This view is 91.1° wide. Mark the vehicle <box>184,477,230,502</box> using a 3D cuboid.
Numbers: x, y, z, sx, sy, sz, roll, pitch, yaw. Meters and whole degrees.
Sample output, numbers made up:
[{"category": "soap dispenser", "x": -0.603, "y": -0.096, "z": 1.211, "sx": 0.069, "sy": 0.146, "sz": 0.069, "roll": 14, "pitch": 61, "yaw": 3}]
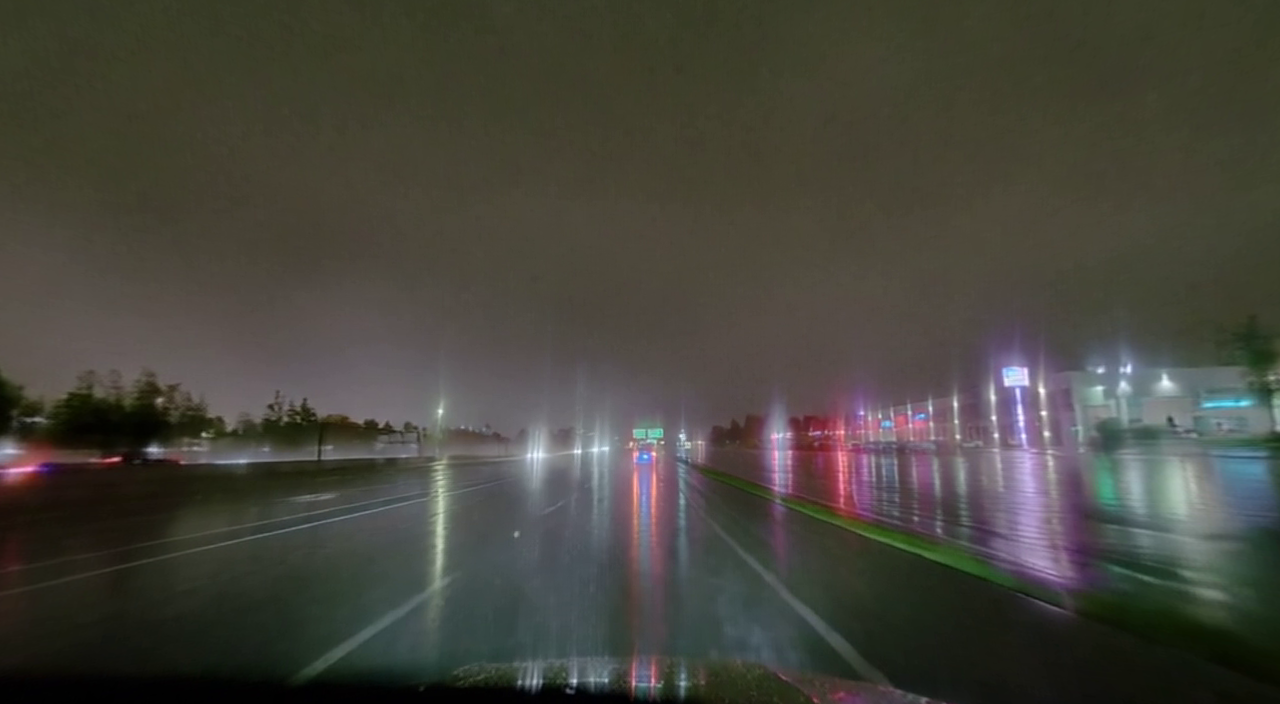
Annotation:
[{"category": "vehicle", "x": -29.986, "y": 9.502, "z": 43.642, "sx": 1.803, "sy": 1.413, "sz": 4.306, "roll": 4, "pitch": -10, "yaw": -24}]

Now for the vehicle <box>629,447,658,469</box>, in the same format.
[{"category": "vehicle", "x": 0.281, "y": 7.689, "z": 45.769, "sx": 2.014, "sy": 1.507, "sz": 3.960, "roll": 0, "pitch": -9, "yaw": 0}]
